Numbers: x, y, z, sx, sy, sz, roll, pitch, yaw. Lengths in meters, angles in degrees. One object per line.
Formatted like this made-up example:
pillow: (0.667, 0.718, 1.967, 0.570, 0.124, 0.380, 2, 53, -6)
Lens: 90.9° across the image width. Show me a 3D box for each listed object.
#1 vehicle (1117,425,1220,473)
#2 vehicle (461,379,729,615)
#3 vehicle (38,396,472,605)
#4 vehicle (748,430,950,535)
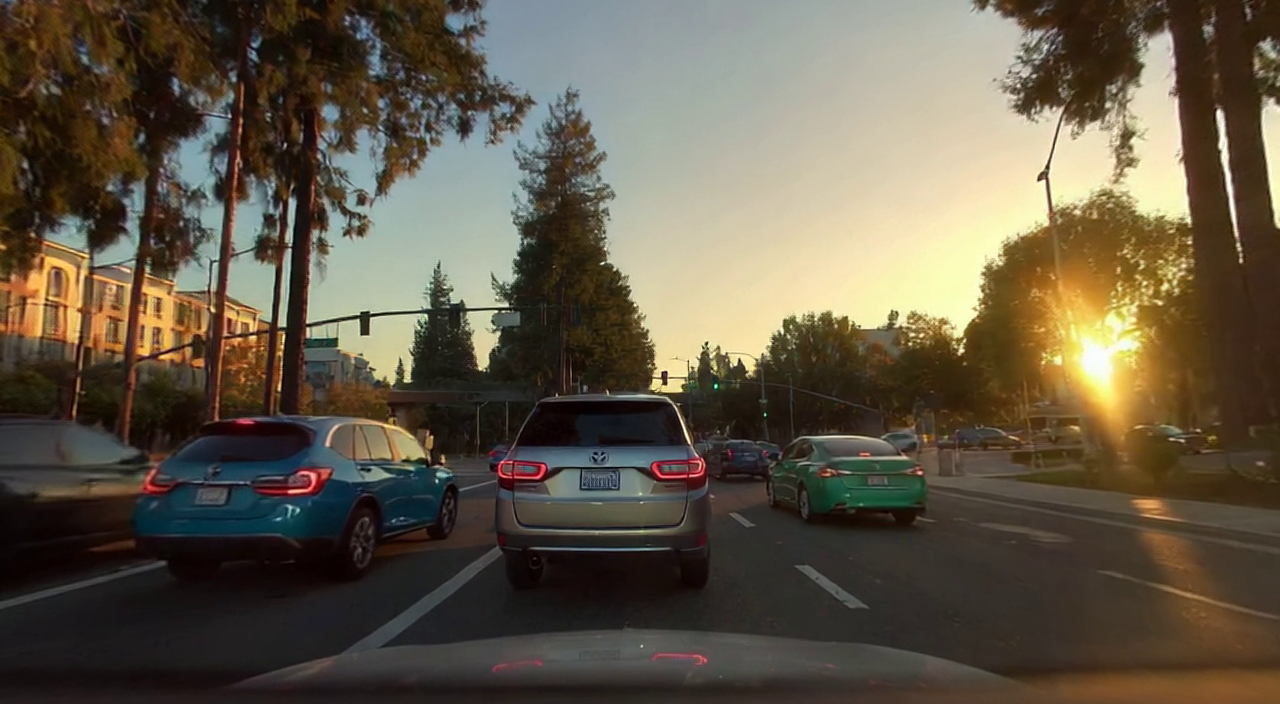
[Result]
vehicle: (19.306, 3.513, 22.974, 4.215, 1.578, 1.892, 7, -11, -38)
vehicle: (-0.360, 1.437, 7.105, 2.064, 1.817, 4.298, 0, -8, 0)
vehicle: (-3.721, 1.531, 7.424, 2.160, 1.666, 4.583, 0, -8, 0)
vehicle: (3.376, 2.200, 11.228, 2.121, 1.494, 4.208, 0, -8, 0)
